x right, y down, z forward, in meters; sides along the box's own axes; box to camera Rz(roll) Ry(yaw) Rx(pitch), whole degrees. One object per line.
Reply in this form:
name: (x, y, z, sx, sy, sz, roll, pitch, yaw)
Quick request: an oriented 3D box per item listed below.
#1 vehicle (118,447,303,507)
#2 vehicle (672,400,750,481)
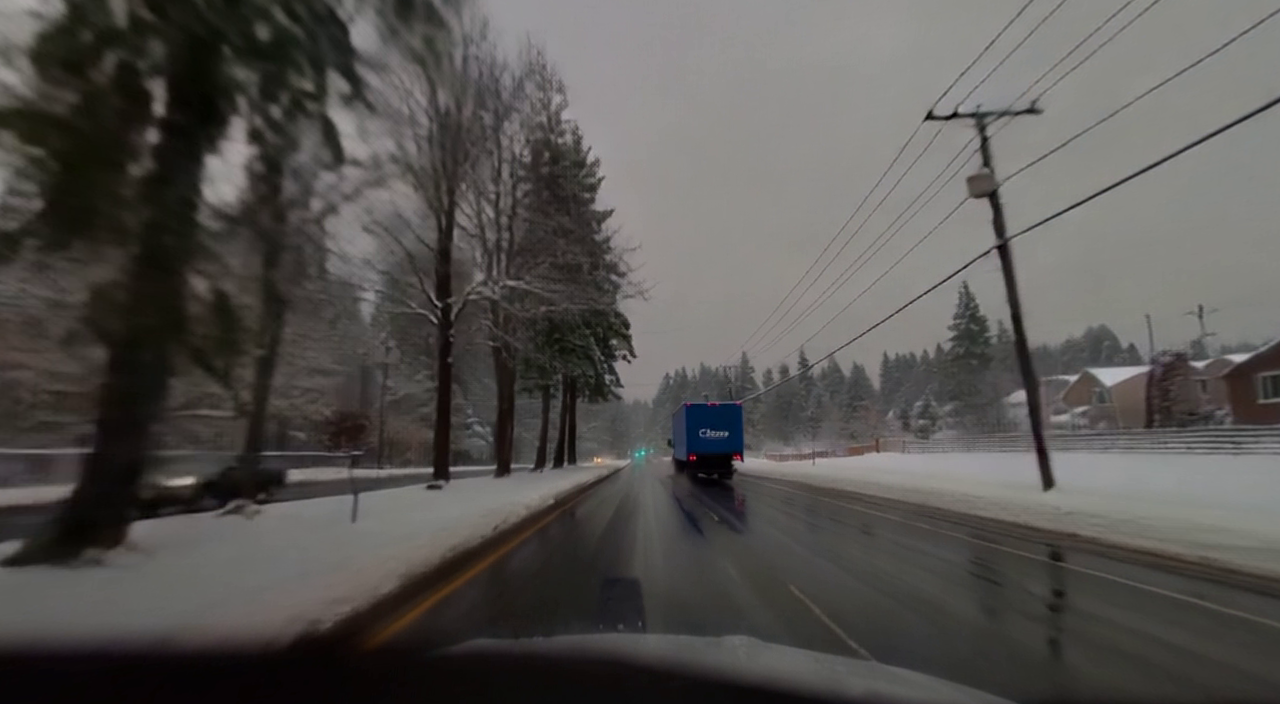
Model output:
vehicle: (-12.223, 3.538, 18.379, 1.950, 1.501, 4.807, 0, -8, 1)
vehicle: (3.646, 4.943, 34.789, 2.973, 3.848, 9.336, 0, -8, -1)
